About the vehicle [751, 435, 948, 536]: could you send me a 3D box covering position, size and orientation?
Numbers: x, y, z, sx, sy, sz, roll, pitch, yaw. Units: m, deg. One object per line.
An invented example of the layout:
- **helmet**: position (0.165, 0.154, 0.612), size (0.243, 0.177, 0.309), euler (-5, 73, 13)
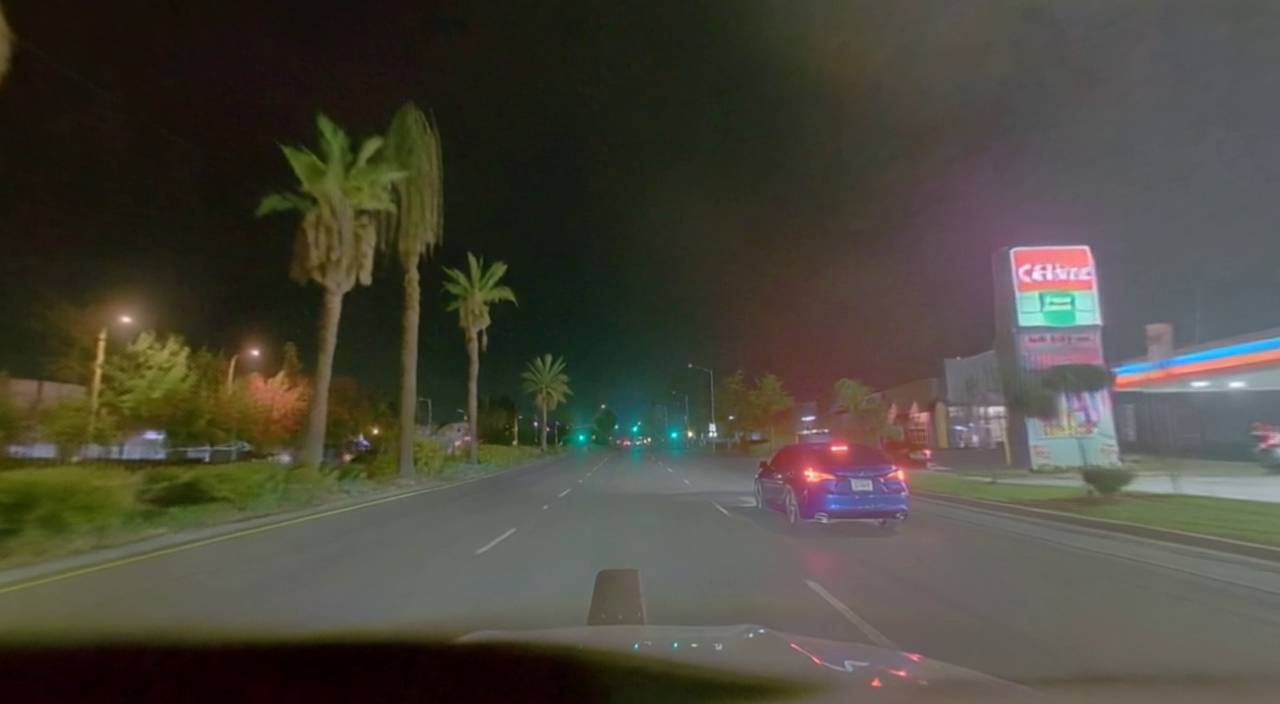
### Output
- **vehicle**: position (3.398, 2.222, 11.272), size (1.978, 1.442, 4.262), euler (0, -8, -1)

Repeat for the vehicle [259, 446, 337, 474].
- **vehicle**: position (-19.678, 6.190, 36.582), size (1.892, 1.481, 4.694), euler (0, -8, 0)
